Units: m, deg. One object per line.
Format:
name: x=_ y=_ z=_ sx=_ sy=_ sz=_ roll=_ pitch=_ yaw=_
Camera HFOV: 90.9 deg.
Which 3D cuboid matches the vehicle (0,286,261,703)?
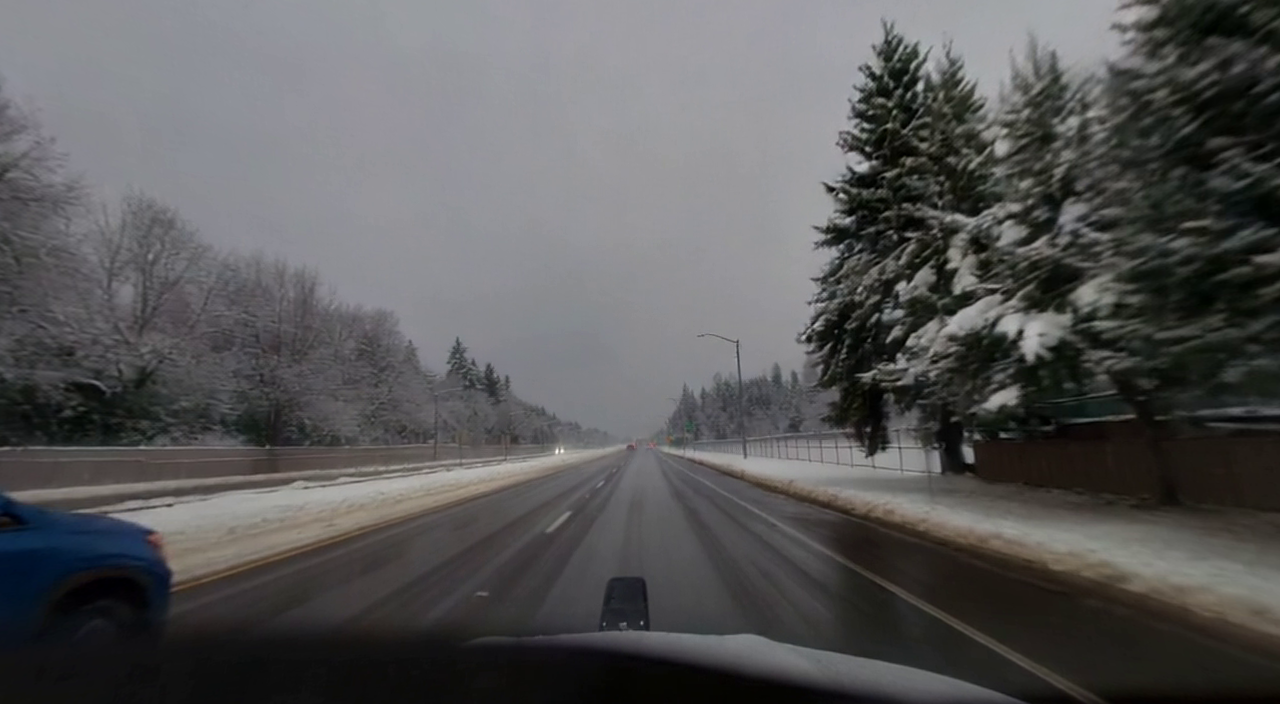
vehicle: x=-3.246 y=0.572 z=1.127 sx=2.160 sy=1.855 sz=4.695 roll=0 pitch=-8 yaw=0
